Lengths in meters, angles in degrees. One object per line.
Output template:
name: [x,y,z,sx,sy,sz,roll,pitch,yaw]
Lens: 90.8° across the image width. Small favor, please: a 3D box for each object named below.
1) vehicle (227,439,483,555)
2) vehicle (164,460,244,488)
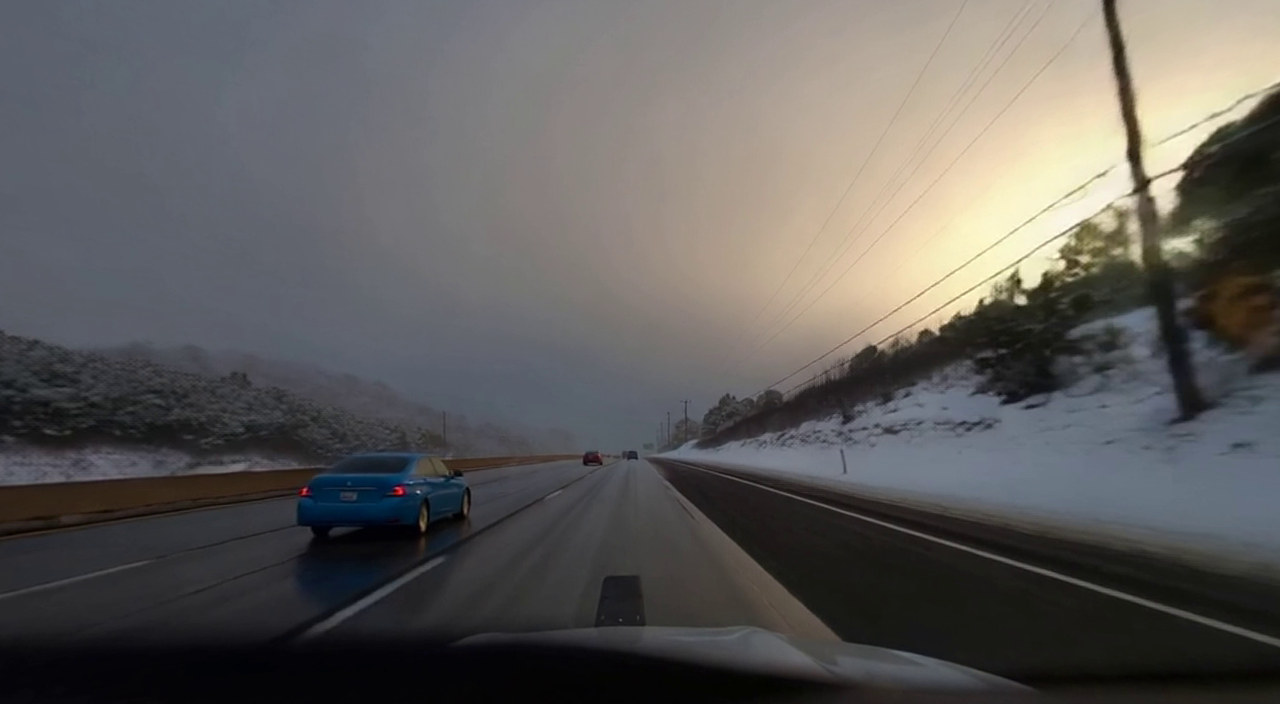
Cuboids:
vehicle: [-4.363,2.287,10.816,2.064,1.489,4.966,0,-9,0]
vehicle: [-26.098,7.281,38.016,1.806,1.474,4.303,0,-9,-1]
